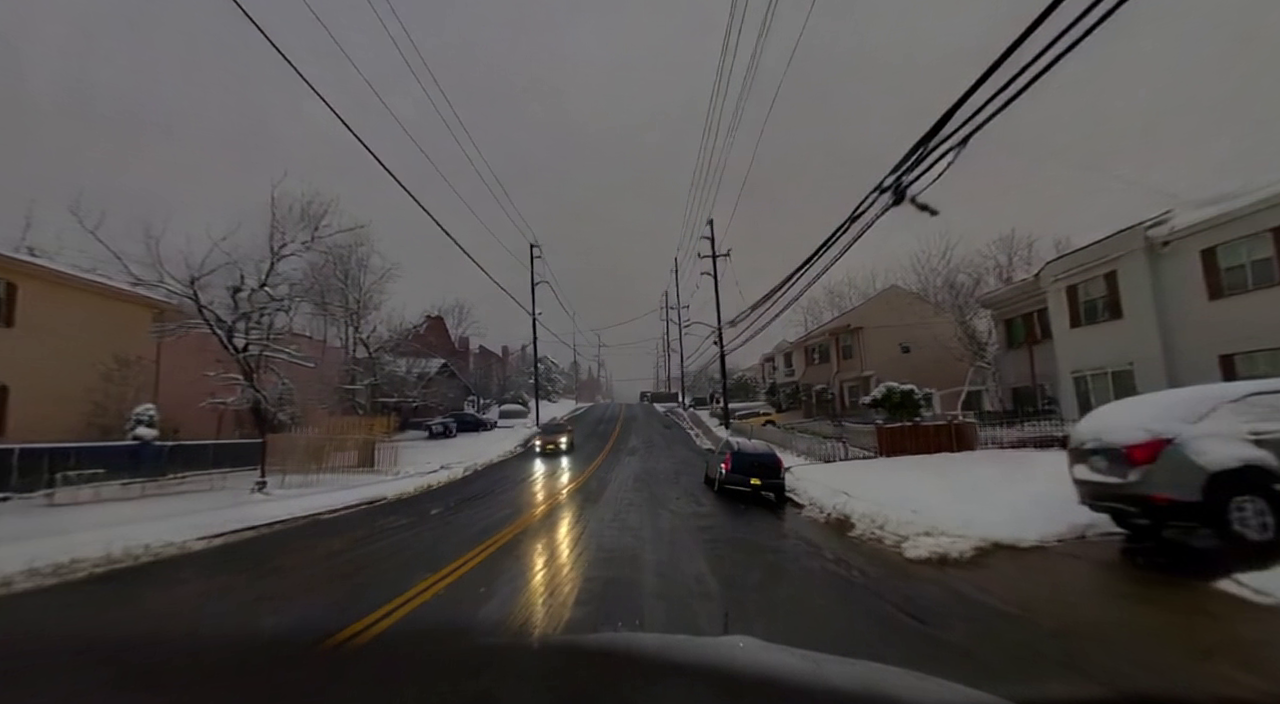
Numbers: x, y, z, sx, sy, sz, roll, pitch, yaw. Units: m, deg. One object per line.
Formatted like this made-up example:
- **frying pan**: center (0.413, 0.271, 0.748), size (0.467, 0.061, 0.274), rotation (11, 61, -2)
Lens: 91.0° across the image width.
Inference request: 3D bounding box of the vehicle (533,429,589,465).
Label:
- **vehicle**: center (-3.880, 4.710, 31.718), size (2.096, 1.542, 4.481), rotation (0, -5, 2)

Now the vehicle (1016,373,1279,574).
- **vehicle**: center (7.875, 1.162, 7.268), size (5.512, 1.846, 2.115), rotation (-5, -9, 1)

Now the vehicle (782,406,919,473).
- **vehicle**: center (7.836, 3.315, 23.798), size (4.286, 2.044, 1.913), rotation (-5, -8, -1)

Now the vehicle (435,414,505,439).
- **vehicle**: center (-12.535, 5.528, 46.677), size (4.525, 1.797, 2.024), rotation (-1, -9, 4)

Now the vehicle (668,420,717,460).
- **vehicle**: center (2.776, 4.734, 34.416), size (2.211, 1.860, 4.813), rotation (0, -5, -1)

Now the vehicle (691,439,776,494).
- **vehicle**: center (2.735, 3.472, 19.526), size (2.063, 1.503, 4.415), rotation (0, -9, 2)

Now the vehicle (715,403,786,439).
- **vehicle**: center (8.046, 5.096, 46.288), size (4.622, 1.826, 2.065), rotation (-9, -9, 0)
